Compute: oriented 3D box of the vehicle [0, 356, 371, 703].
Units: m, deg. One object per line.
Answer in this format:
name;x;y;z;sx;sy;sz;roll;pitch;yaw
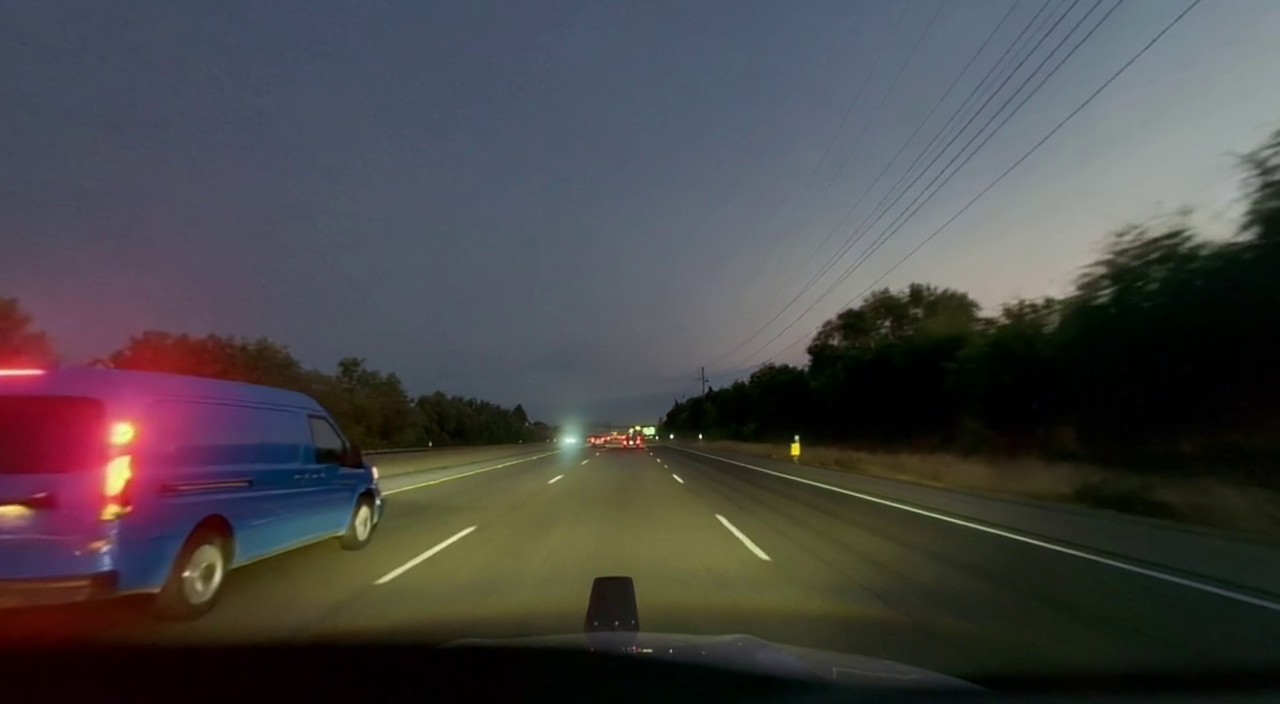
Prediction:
vehicle;-4.127;1.127;4.763;2.146;1.709;4.856;0;-8;-1
